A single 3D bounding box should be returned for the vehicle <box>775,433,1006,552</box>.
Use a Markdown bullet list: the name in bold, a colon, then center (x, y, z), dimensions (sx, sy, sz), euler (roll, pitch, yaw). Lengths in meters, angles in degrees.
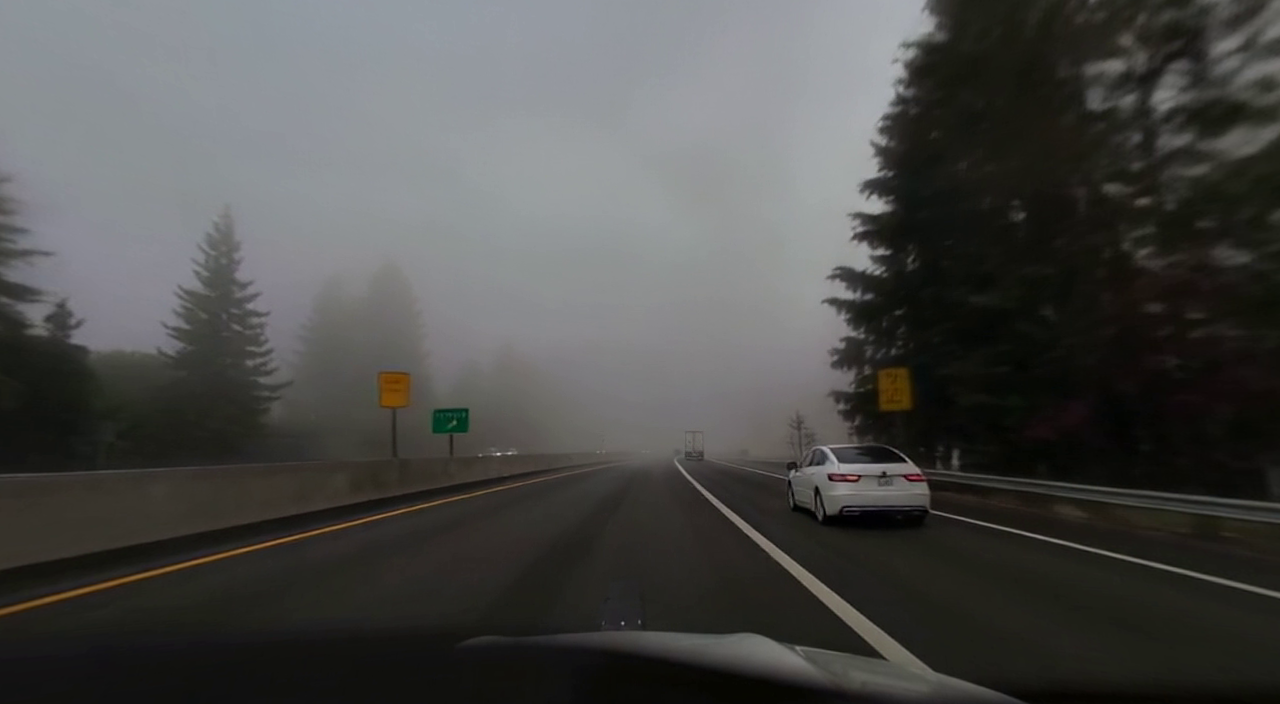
- **vehicle**: center (3.606, 2.095, 10.061), dimensions (1.938, 1.456, 4.204), euler (0, -9, 0)
